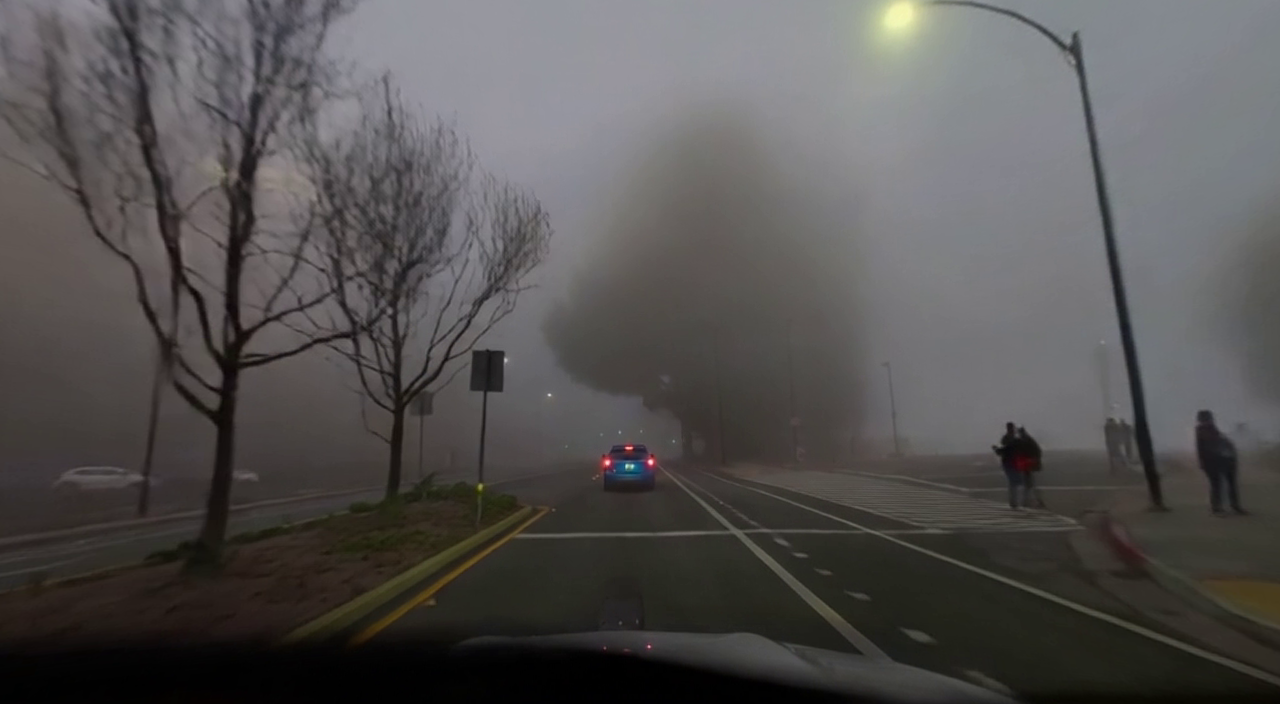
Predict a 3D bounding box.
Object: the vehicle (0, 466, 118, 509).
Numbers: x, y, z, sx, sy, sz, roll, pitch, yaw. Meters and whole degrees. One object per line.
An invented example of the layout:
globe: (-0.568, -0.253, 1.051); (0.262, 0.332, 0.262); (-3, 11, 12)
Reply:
vehicle: (-23.287, 5.200, 24.462); (4.204, 1.522, 1.998); (0, -9, -3)

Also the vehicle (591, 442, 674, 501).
vehicle: (-0.207, 3.562, 19.243); (2.221, 1.570, 4.398); (0, -9, 0)

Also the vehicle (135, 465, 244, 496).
vehicle: (-22.940, 6.542, 32.299); (4.086, 1.478, 1.844); (0, -9, -4)
